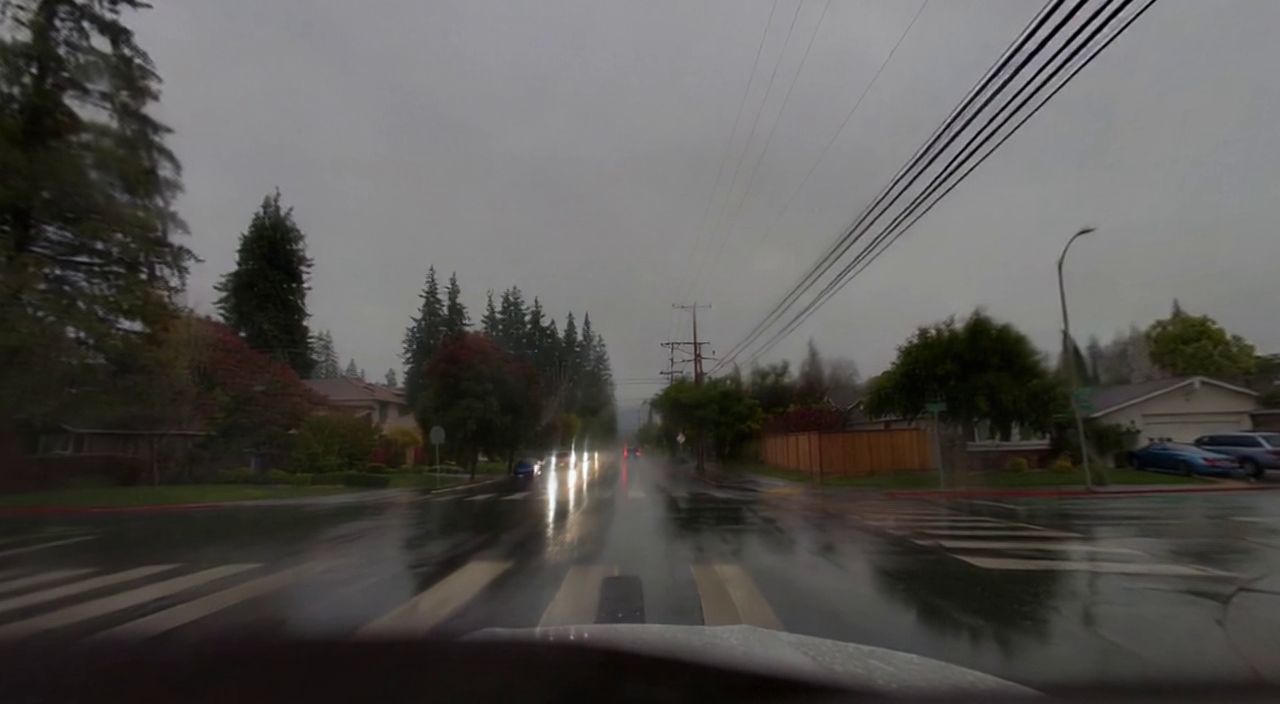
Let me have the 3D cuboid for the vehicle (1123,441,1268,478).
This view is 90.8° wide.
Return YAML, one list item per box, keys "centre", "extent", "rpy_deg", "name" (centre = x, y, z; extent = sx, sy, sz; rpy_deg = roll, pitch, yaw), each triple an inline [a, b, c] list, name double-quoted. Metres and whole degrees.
- centre: [23.397, 4.535, 26.911]
  extent: [1.841, 1.448, 4.688]
  rpy_deg: [0, -9, -1]
  name: "vehicle"

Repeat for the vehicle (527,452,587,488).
- centre: [-3.645, 5.250, 28.441]
  extent: [2.102, 1.463, 4.024]
  rpy_deg: [0, -9, 1]
  name: "vehicle"
